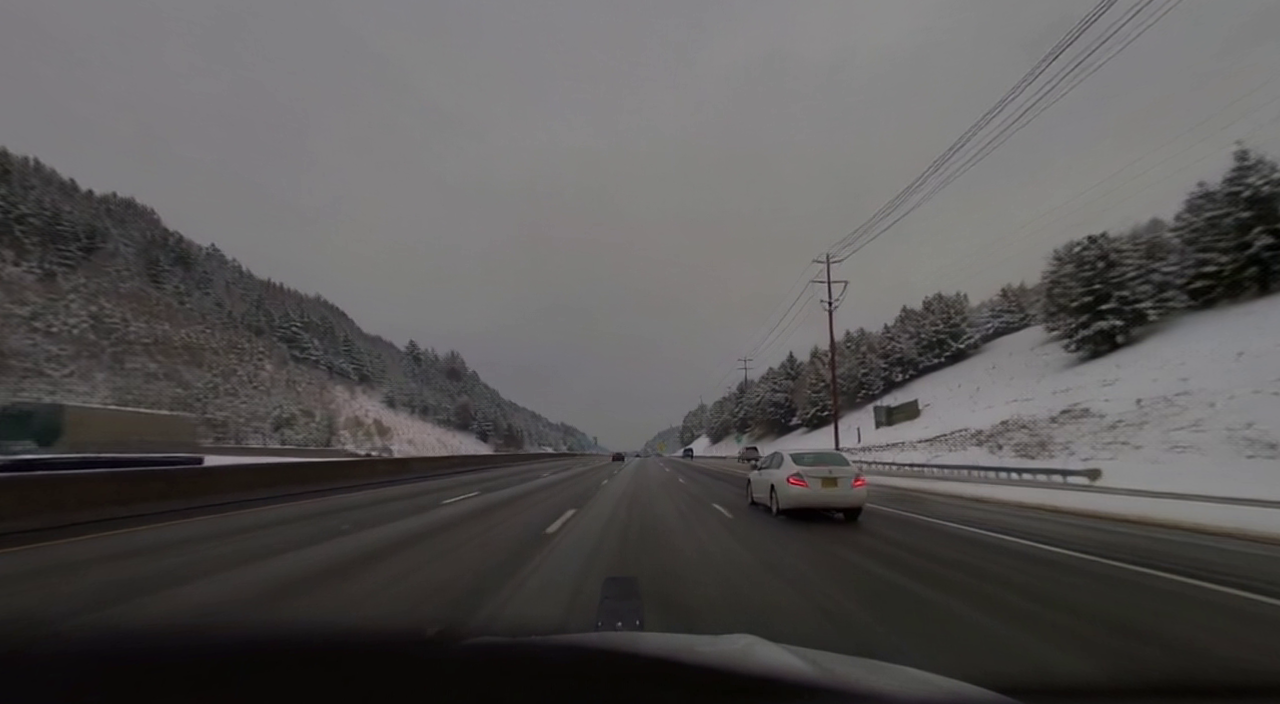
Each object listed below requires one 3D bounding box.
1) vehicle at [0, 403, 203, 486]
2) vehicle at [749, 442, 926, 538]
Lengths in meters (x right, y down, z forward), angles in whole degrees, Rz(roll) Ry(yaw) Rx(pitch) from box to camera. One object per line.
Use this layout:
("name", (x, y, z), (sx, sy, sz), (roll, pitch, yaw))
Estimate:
("vehicle", (-25.448, 4.339, 29.613), (2.932, 3.269, 9.533), (0, -8, 0))
("vehicle", (3.618, 2.586, 12.532), (2.086, 1.542, 4.355), (0, -8, 0))
